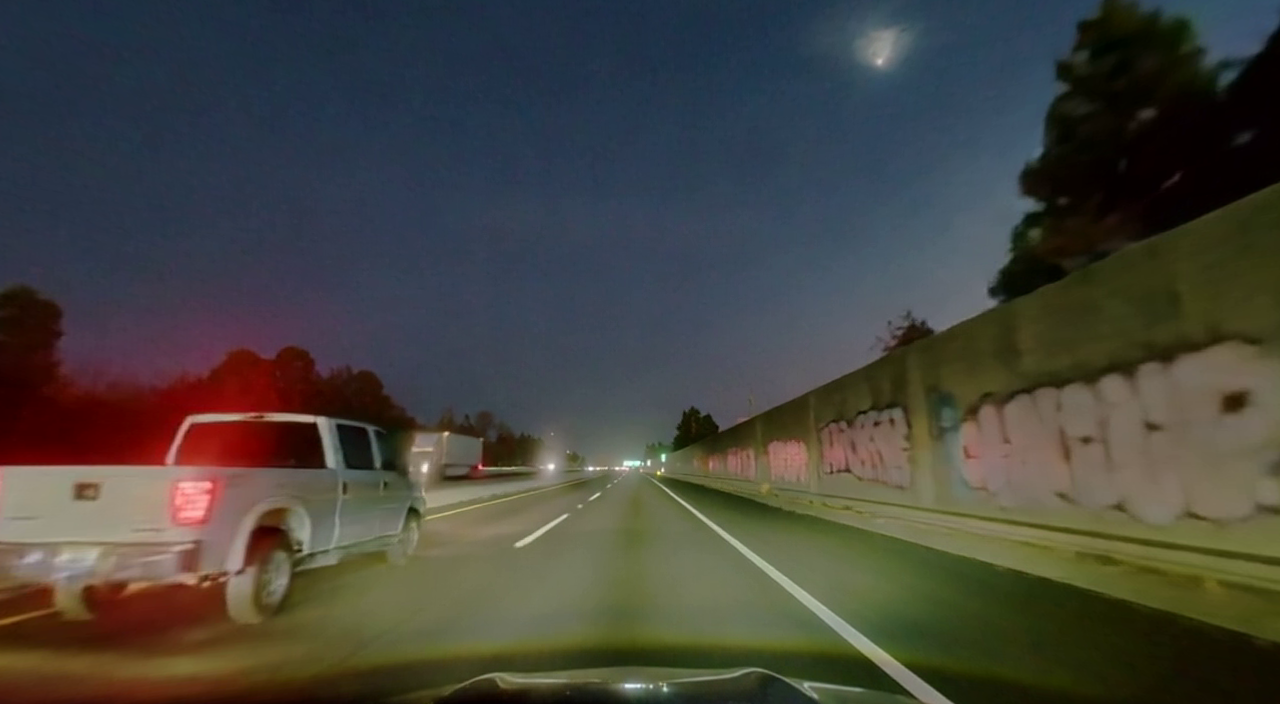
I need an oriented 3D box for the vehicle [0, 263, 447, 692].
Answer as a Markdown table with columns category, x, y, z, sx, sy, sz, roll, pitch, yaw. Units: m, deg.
| category | x | y | z | sx | sy | sz | roll | pitch | yaw |
| --- | --- | --- | --- | --- | --- | --- | --- | --- | --- |
| vehicle | -4.294 | 1.191 | 6.609 | 2.597 | 2.434 | 6.020 | 1 | -10 | 0 |
